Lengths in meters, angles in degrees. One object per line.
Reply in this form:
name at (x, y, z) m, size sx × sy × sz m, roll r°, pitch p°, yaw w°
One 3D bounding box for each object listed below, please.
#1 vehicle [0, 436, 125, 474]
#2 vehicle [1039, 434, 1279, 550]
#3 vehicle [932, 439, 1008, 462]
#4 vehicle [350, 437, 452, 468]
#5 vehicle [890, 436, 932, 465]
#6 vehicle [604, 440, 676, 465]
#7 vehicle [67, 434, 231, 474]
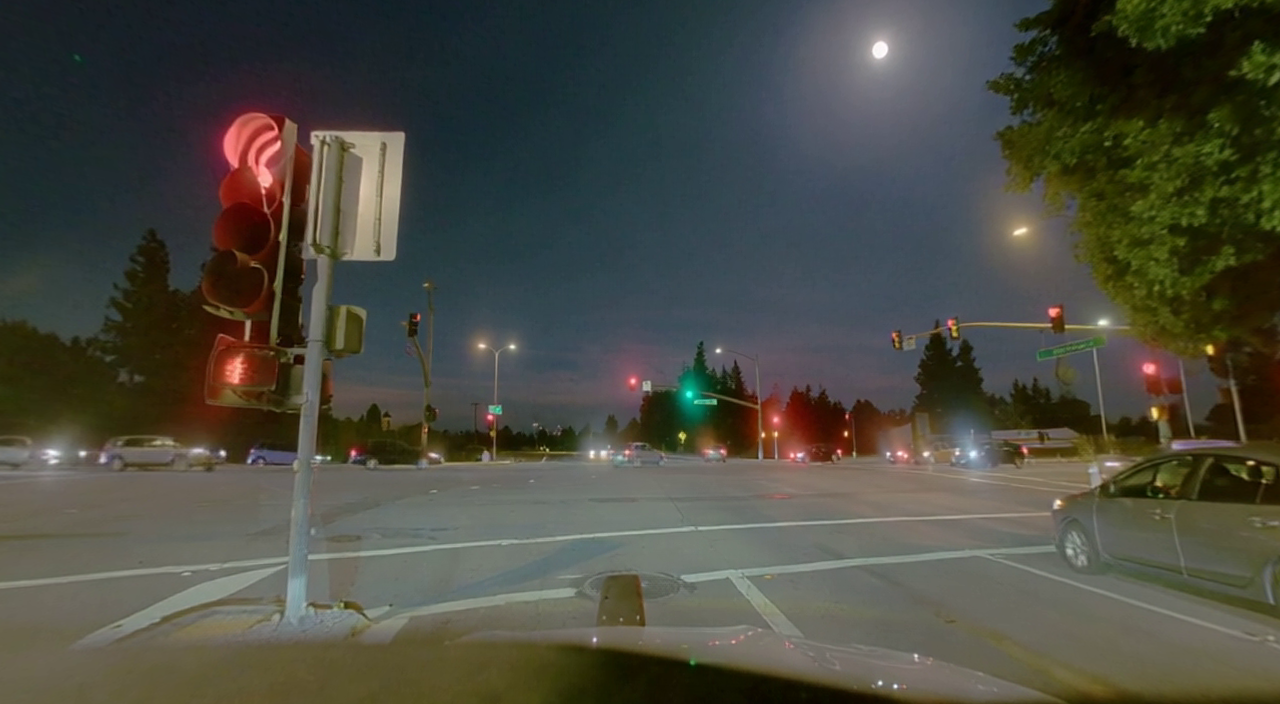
vehicle at (-24.854, 4.274, 26.360) m, size 4.709 × 1.514 × 1.985 m, roll 3°, pitch -9°, yaw -16°
vehicle at (9.290, 2.239, 10.701) m, size 1.993 × 1.505 × 4.721 m, roll 3°, pitch -9°, yaw 0°
vehicle at (22.486, 6.692, 43.056) m, size 4.533 × 1.471 × 1.772 m, roll 2°, pitch -9°, yaw -15°
vehicle at (-12.421, 5.225, 32.906) m, size 4.580 × 1.472 × 1.891 m, roll 6°, pitch -10°, yaw -35°
vehicle at (15.549, 5.629, 36.295) m, size 2.001 × 1.561 × 4.481 m, roll -4°, pitch -9°, yaw 23°
vehicle at (0.060, 6.270, 39.620) m, size 1.935 × 1.476 × 4.849 m, roll -6°, pitch -11°, yaw 37°
vehicle at (-19.357, 4.046, 25.201) m, size 4.671 × 1.465 × 1.934 m, roll 3°, pitch -9°, yaw -18°
